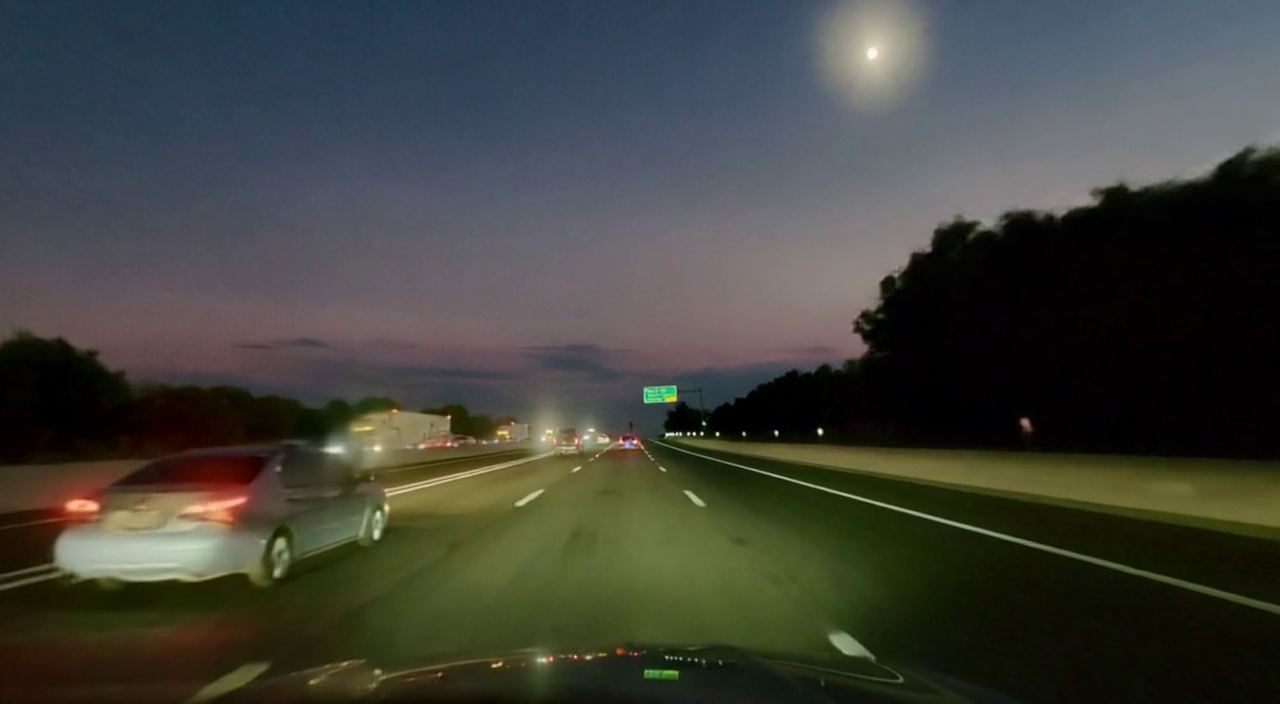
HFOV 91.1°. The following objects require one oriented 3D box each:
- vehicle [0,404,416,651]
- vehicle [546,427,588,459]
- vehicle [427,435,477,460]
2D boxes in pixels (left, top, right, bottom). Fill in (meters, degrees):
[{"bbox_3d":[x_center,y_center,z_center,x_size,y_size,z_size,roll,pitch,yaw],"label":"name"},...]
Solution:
[{"bbox_3d":[-3.925,1.398,6.133,1.953,1.550,4.167,0,-8,0],"label":"vehicle"},{"bbox_3d":[-4.641,5.854,40.589,2.115,1.887,4.721,0,-8,0],"label":"vehicle"},{"bbox_3d":[-13.225,6.703,44.548,2.064,1.646,4.738,0,-8,0],"label":"vehicle"}]
